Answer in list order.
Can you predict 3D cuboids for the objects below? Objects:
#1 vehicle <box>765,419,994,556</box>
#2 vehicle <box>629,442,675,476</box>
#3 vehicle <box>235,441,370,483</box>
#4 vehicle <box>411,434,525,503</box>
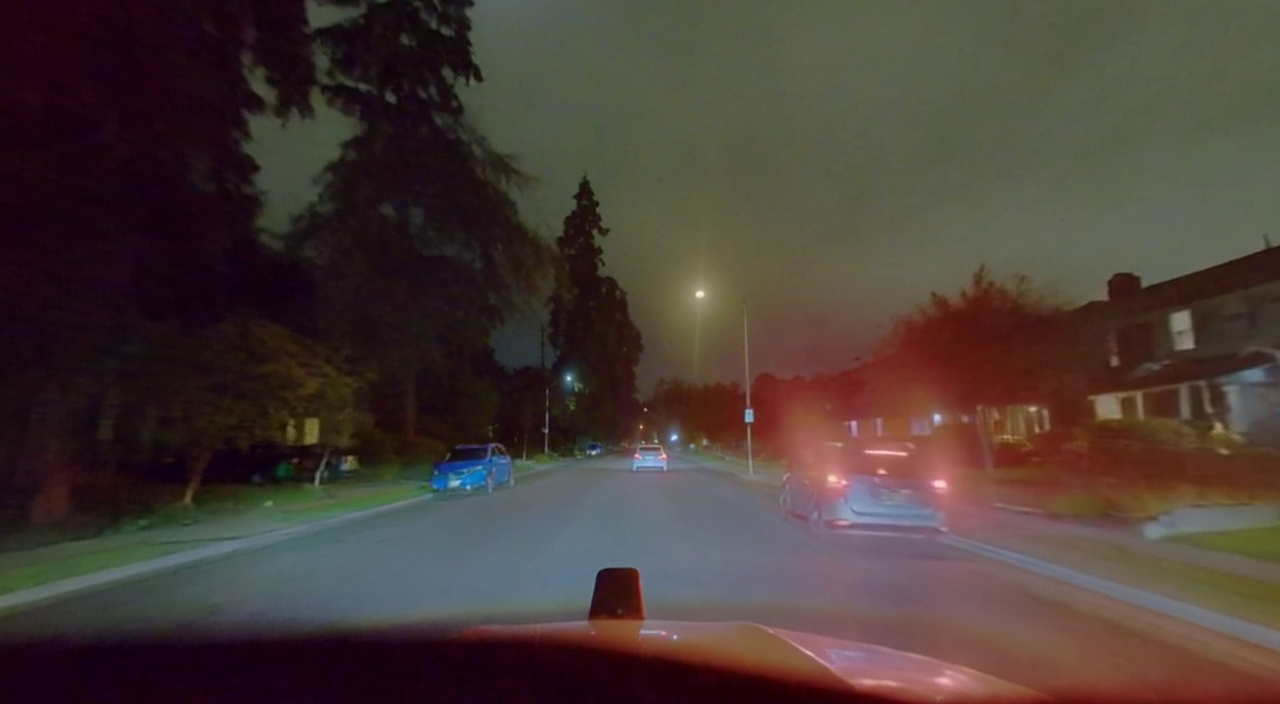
[{"bbox_3d":[3.419,2.016,10.109,1.978,1.690,4.306,0,-9,0],"label":"vehicle"},{"bbox_3d":[0.548,4.961,29.511,2.000,1.449,4.006,0,-9,0],"label":"vehicle"},{"bbox_3d":[-12.934,4.210,24.381,4.129,1.523,1.839,0,-9,2],"label":"vehicle"},{"bbox_3d":[-5.205,3.554,19.868,2.126,1.816,4.796,-3,-8,1],"label":"vehicle"}]
